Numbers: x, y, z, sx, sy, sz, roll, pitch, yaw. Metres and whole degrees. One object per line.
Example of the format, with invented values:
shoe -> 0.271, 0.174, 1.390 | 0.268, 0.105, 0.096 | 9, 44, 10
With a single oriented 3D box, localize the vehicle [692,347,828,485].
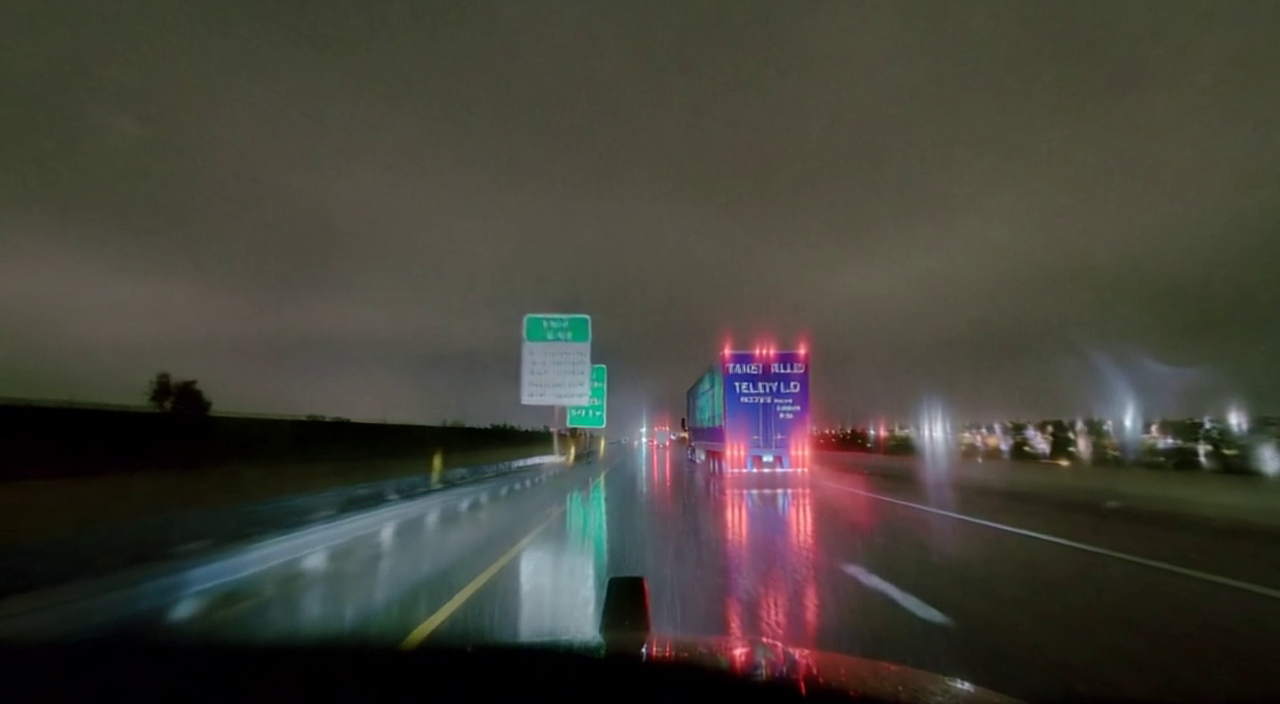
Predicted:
vehicle -> 4.101, 2.873, 25.661 | 3.006, 4.093, 14.142 | 0, -8, 1
